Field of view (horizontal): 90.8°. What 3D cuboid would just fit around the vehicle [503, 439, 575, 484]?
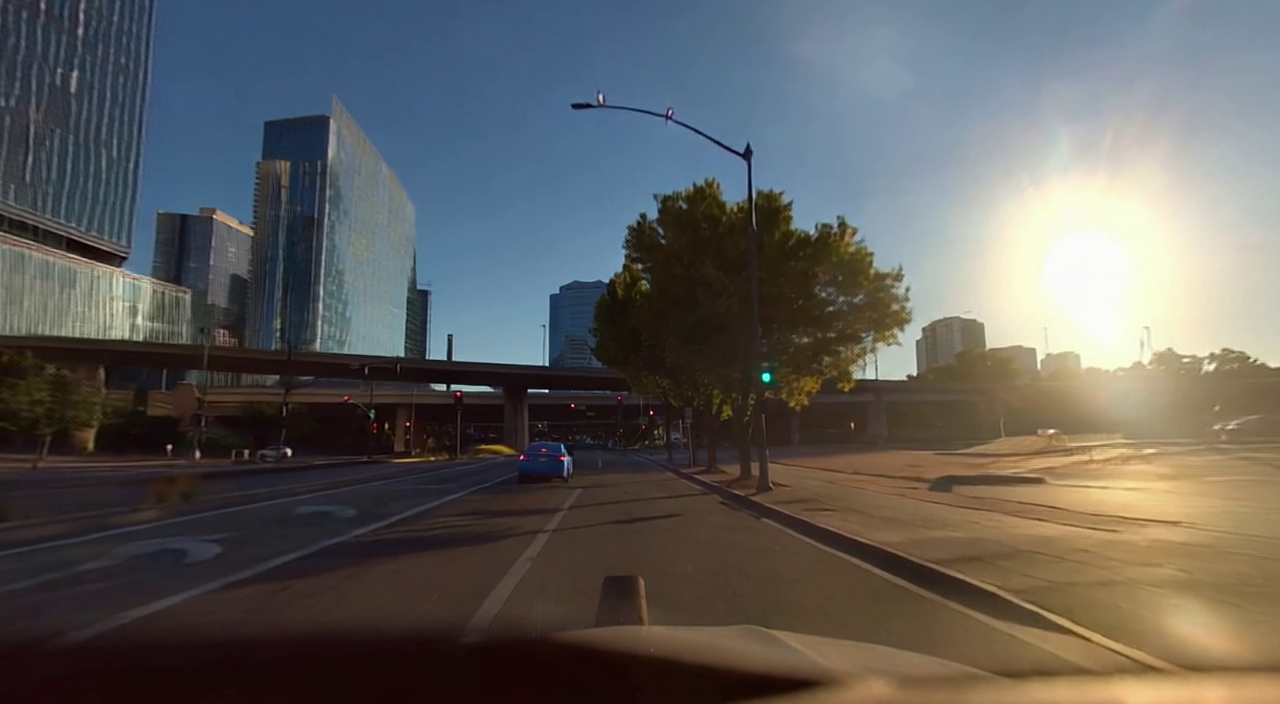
[{"bbox_3d":[-3.634,4.033,23.514,2.154,1.465,4.532,1,-9,-3],"label":"vehicle"}]
